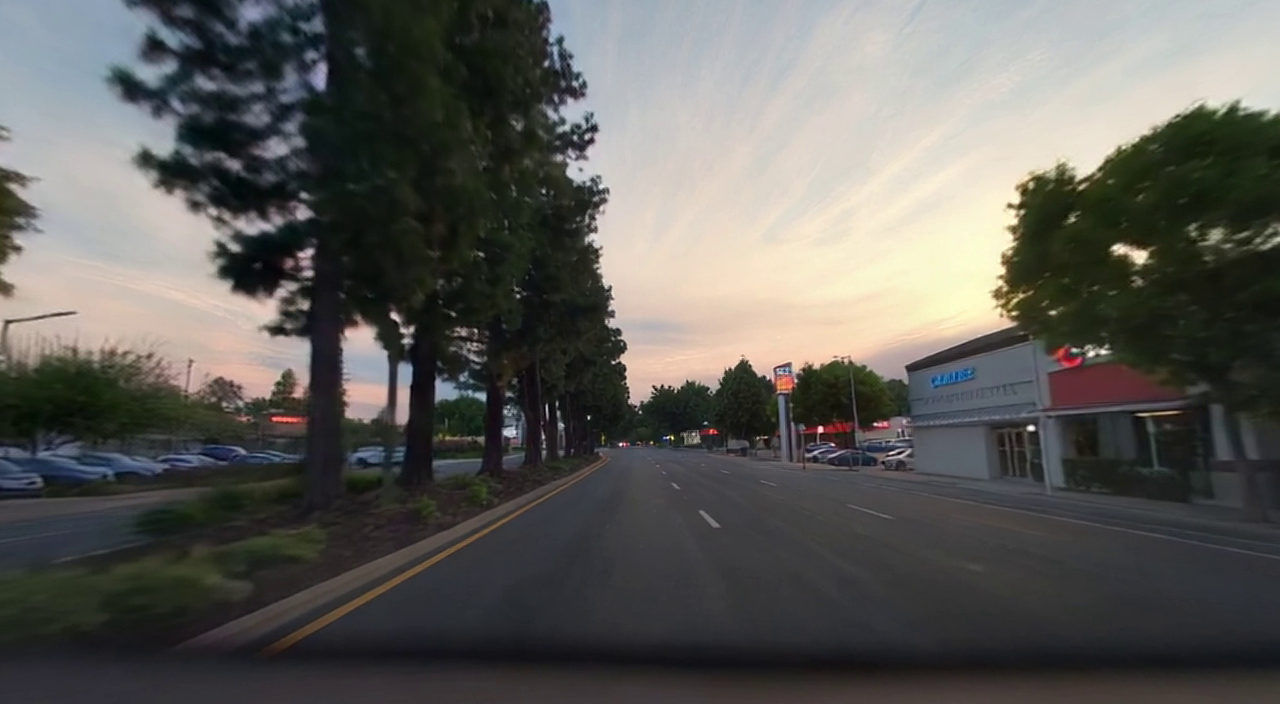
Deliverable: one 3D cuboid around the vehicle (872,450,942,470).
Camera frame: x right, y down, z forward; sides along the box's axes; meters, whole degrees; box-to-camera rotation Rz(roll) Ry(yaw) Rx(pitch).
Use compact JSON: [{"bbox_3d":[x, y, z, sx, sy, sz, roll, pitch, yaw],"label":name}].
[{"bbox_3d":[20.468,8.309,48.606,4.500,1.456,1.962,0,-9,1],"label":"vehicle"}]
